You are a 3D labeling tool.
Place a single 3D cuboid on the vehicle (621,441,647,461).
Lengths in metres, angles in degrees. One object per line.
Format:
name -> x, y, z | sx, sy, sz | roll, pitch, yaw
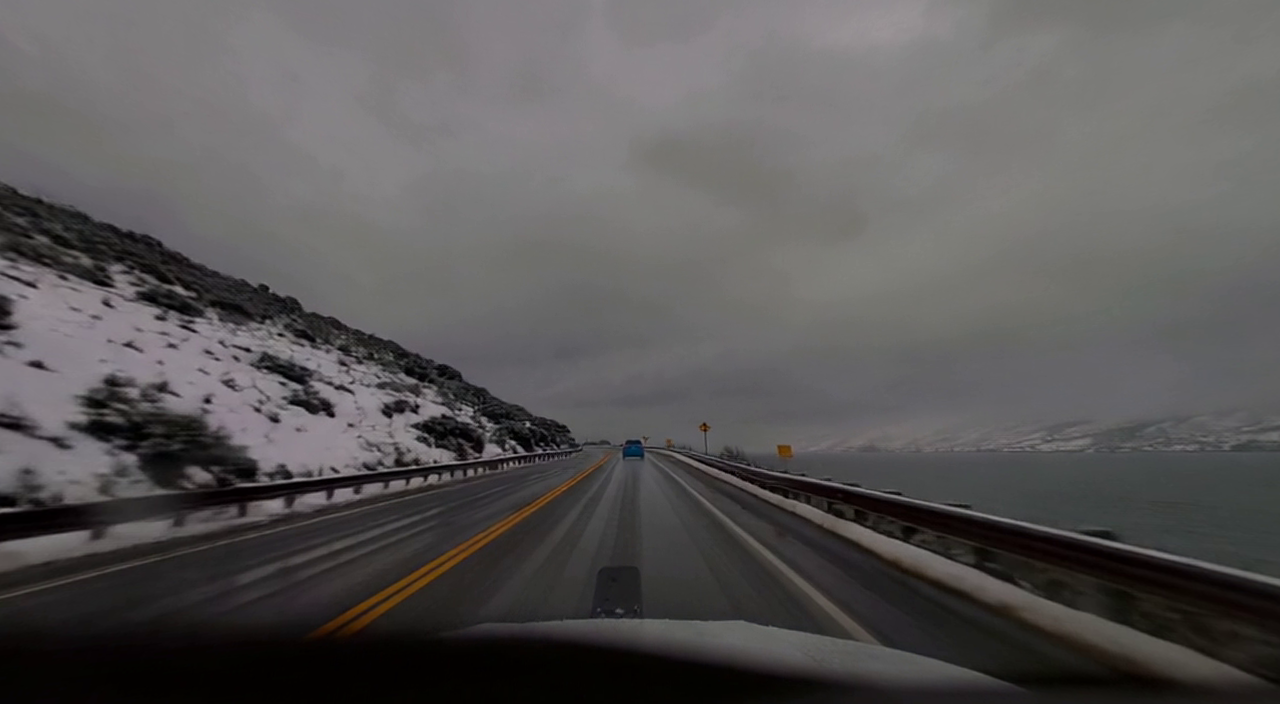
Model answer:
vehicle -> -0.457, 7.681, 48.876 | 1.912, 1.430, 3.811 | 0, -8, -1
